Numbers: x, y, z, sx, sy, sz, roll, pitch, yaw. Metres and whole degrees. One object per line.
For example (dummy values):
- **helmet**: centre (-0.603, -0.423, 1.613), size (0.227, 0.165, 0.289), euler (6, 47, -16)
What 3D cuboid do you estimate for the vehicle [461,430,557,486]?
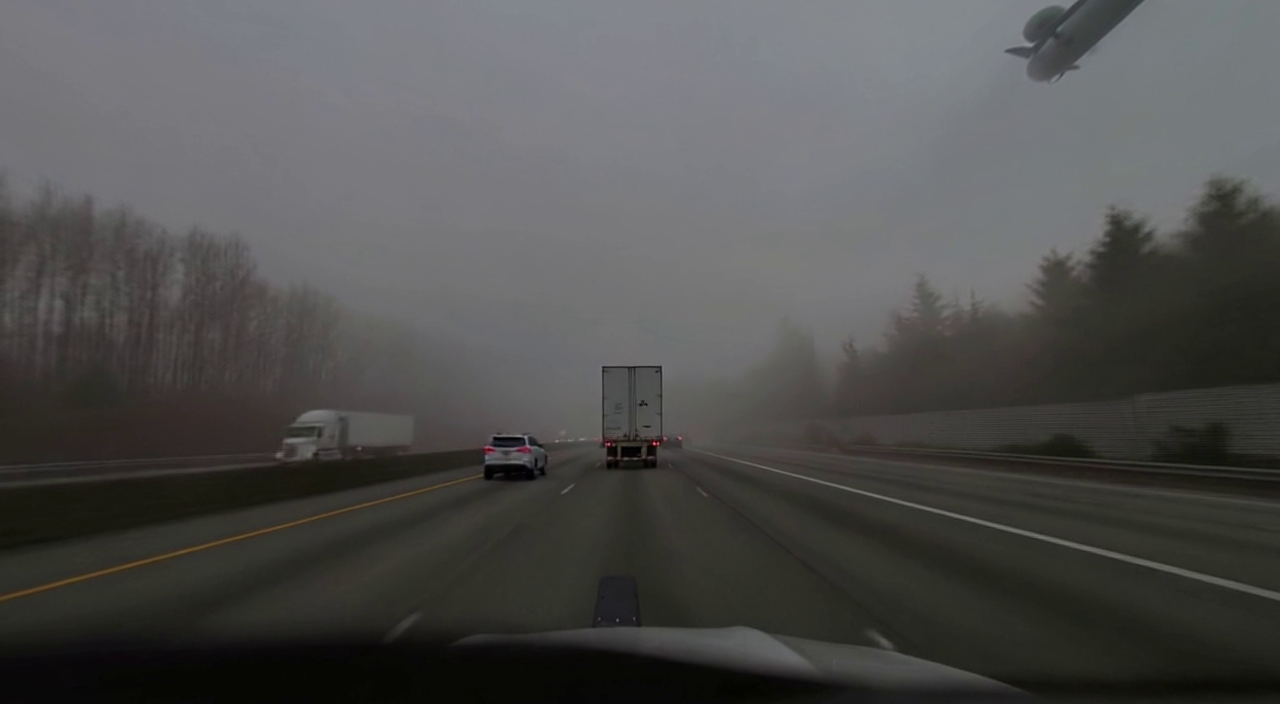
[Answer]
- **vehicle**: centre (-3.888, 3.203, 19.522), size (2.005, 1.521, 4.454), euler (0, -8, 0)

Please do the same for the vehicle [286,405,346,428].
- **vehicle**: centre (-25.412, 5.137, 49.466), size (2.062, 1.683, 4.981), euler (0, -8, 0)

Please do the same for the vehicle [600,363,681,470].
- **vehicle**: centre (-0.055, 3.486, 31.645), size (2.965, 3.972, 16.689), euler (0, -8, 0)
